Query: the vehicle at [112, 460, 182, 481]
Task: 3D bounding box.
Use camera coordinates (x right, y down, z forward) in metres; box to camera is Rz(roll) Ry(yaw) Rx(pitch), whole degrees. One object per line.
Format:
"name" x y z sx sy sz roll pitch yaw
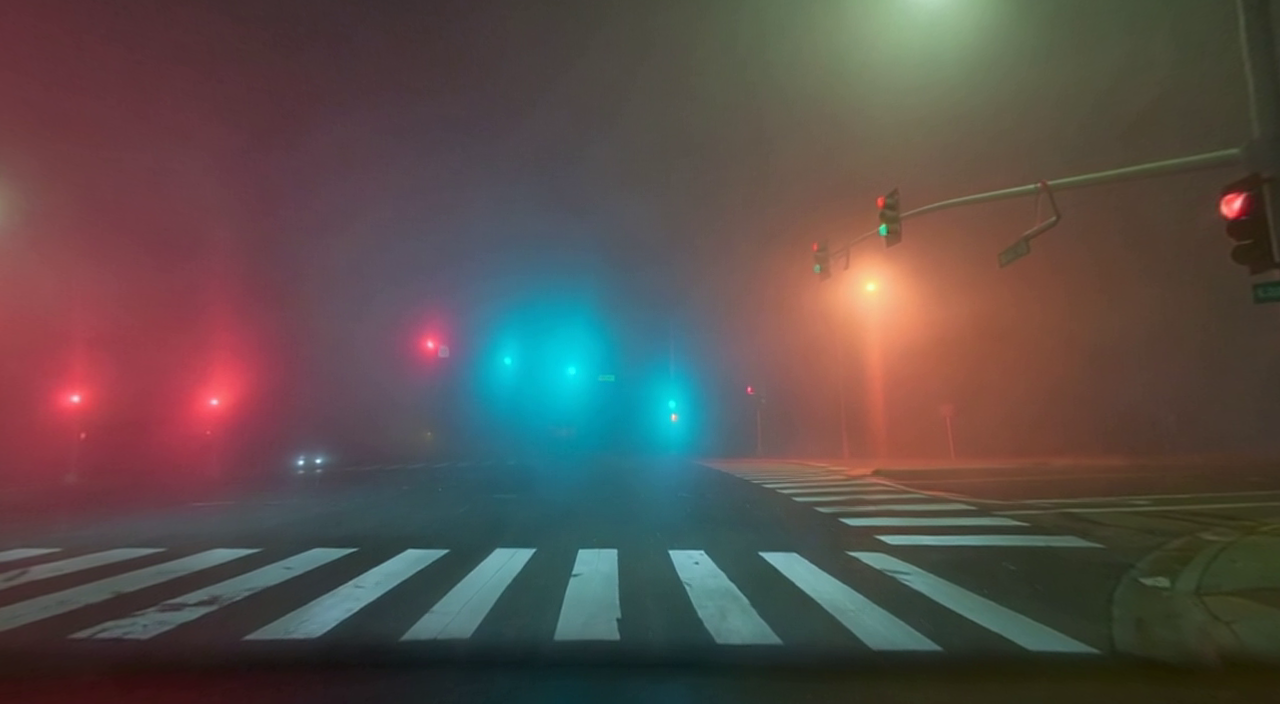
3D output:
"vehicle" -35.894 8.614 45.934 3.681 1.423 1.680 -1 -8 -1

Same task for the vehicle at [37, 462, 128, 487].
"vehicle" -36.154 7.924 40.933 4.241 1.413 1.673 -1 -8 -2
